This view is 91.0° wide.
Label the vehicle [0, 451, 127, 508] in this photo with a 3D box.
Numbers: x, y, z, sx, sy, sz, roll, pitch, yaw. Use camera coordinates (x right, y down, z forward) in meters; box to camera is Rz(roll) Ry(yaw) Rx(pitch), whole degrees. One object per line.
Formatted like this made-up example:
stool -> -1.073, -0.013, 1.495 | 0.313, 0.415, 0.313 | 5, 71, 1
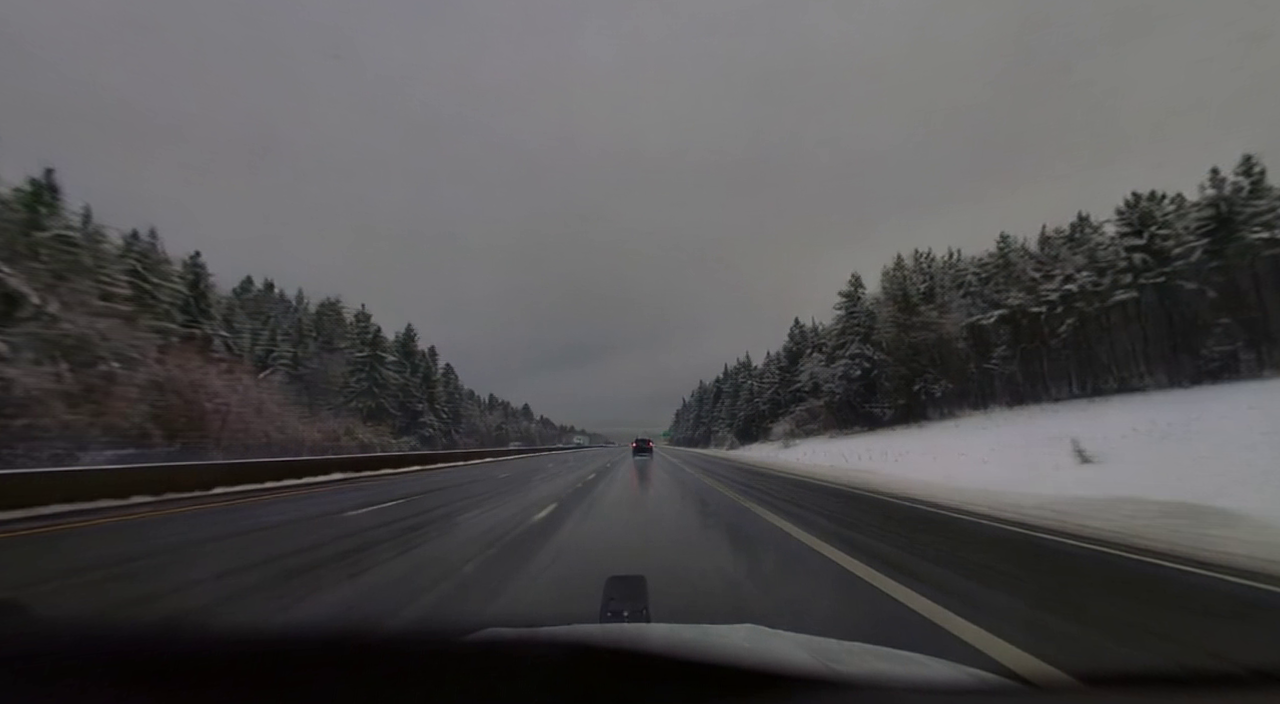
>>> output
vehicle -> -17.888, 3.717, 18.808 | 1.747, 1.448, 3.879 | 0, -8, 0
